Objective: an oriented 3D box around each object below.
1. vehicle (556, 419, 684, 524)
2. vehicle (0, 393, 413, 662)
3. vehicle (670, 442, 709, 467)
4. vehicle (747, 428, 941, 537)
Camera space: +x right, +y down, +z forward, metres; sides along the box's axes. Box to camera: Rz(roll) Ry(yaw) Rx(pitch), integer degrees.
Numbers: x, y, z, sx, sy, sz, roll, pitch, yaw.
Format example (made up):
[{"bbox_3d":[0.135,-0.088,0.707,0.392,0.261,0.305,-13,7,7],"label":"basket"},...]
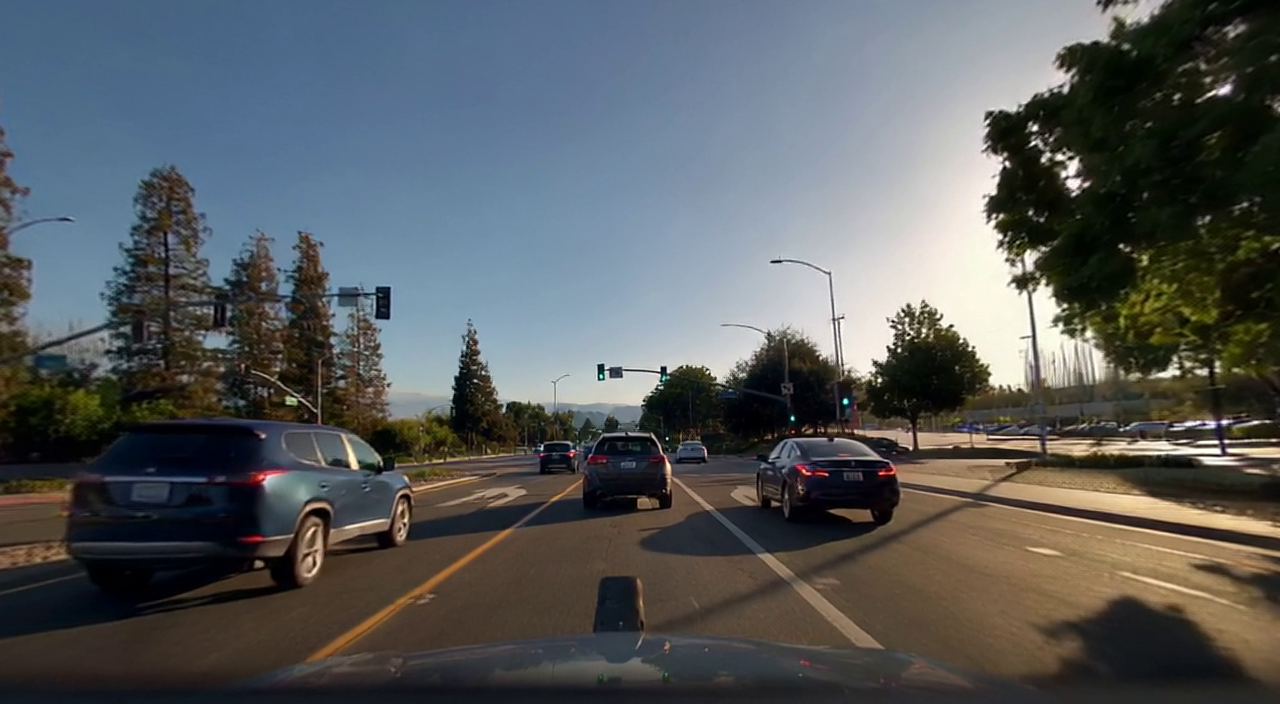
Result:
[{"bbox_3d":[-0.354,2.317,12.731,2.150,1.725,4.096,0,-8,-1],"label":"vehicle"},{"bbox_3d":[-3.794,1.354,5.890,1.823,1.602,4.061,0,-8,0],"label":"vehicle"},{"bbox_3d":[3.150,6.645,41.160,2.171,1.469,4.420,0,-8,0],"label":"vehicle"},{"bbox_3d":[3.307,2.198,11.246,2.068,1.541,4.041,0,-8,0],"label":"vehicle"}]
